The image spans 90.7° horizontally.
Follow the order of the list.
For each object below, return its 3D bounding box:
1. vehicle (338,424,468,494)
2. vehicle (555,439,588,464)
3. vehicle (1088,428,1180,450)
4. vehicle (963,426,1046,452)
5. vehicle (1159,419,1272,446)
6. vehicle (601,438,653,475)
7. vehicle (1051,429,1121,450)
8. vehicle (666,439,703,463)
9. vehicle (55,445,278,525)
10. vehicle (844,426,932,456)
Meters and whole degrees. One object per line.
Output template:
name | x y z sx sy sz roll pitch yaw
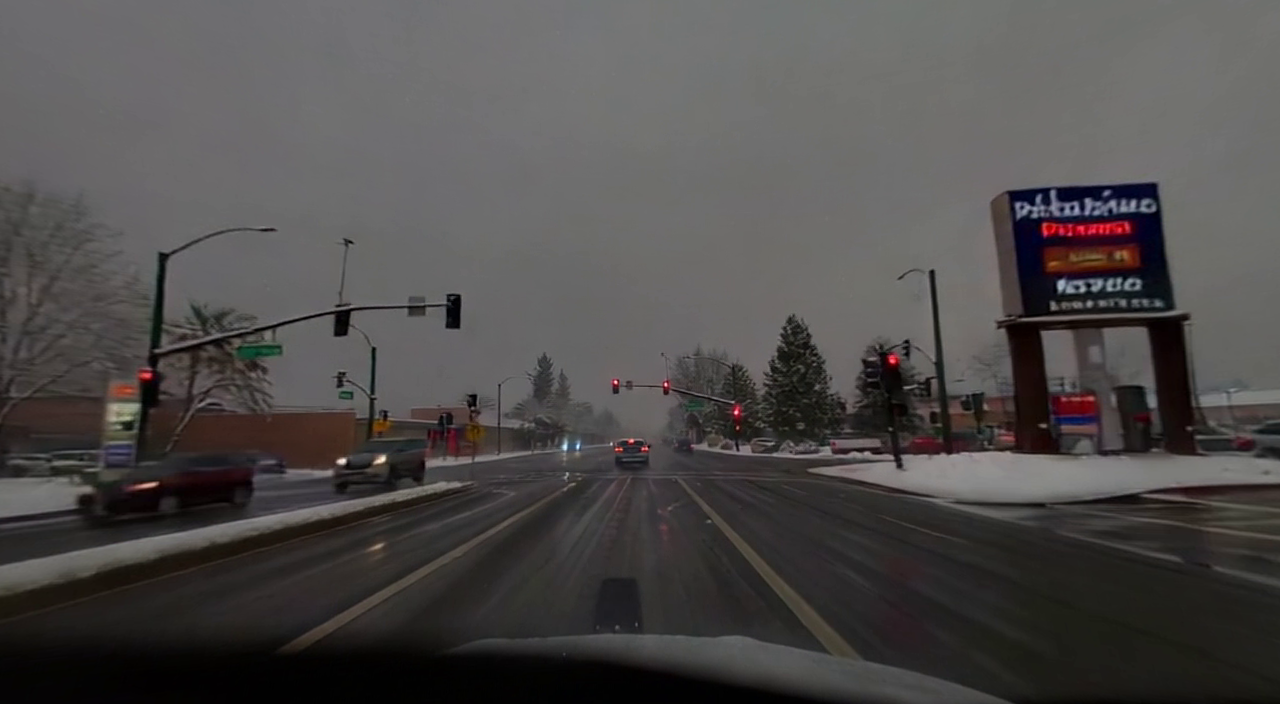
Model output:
vehicle | -8.568 3.946 23.754 2.440 2.225 6.346 0 -9 -1
vehicle | -5.309 7.715 49.464 2.032 1.747 4.479 -2 -8 0
vehicle | 34.121 6.040 43.784 4.668 1.469 1.963 0 -9 -1
vehicle | 25.045 6.016 43.612 4.473 1.751 1.909 0 -9 -1
vehicle | 43.042 6.060 47.416 6.181 1.903 2.214 0 -9 -1
vehicle | -0.580 4.652 28.421 2.160 1.508 4.319 0 -9 -1
vehicle | 33.162 6.521 47.084 3.696 1.532 1.927 0 -9 -2
vehicle | 2.996 6.753 43.217 2.060 1.471 4.168 0 -9 -2
vehicle | -11.697 3.261 16.240 2.039 1.630 4.878 1 -8 -2
vehicle | 17.095 6.182 43.822 5.173 1.976 2.223 0 -9 0
